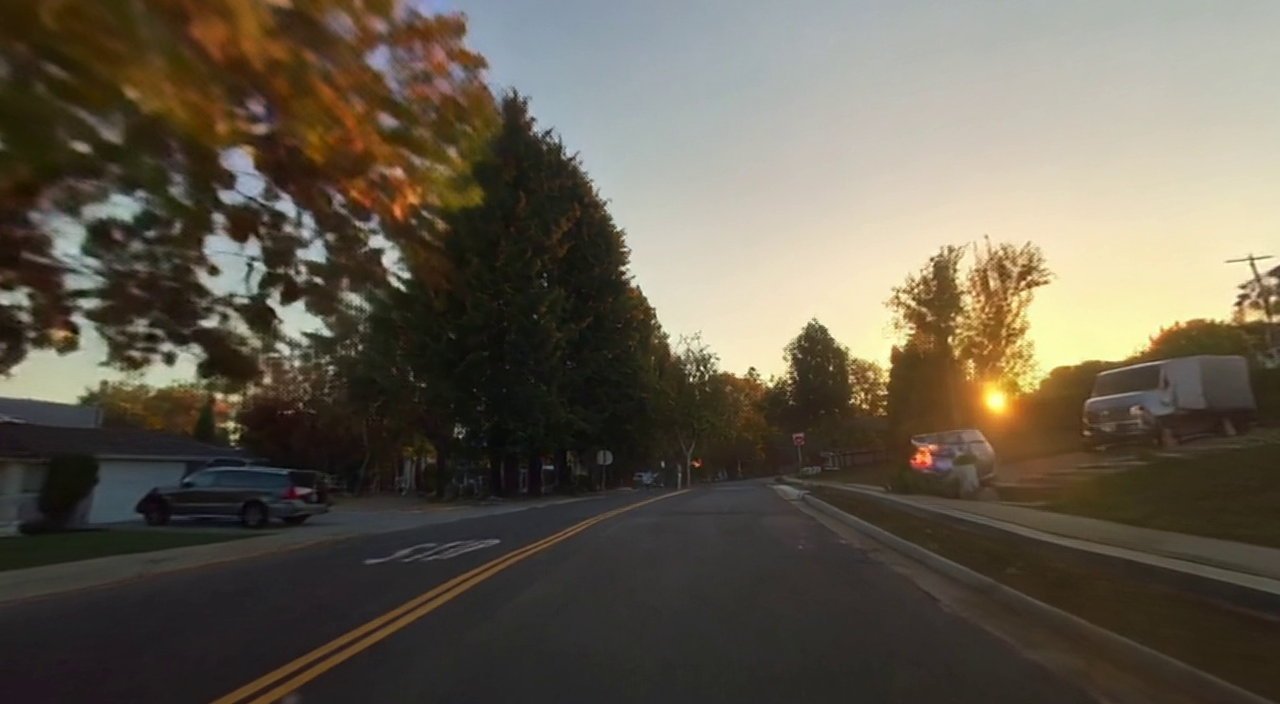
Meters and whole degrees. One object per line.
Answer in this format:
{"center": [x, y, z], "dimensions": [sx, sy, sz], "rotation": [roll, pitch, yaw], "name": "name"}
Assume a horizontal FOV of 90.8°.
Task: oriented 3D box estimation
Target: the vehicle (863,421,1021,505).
{"center": [7.752, 2.918, 16.881], "dimensions": [2.163, 1.885, 4.804], "rotation": [-1, -9, 5], "name": "vehicle"}

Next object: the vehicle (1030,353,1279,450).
{"center": [12.876, 1.221, 15.962], "dimensions": [4.539, 2.010, 2.163], "rotation": [-3, -3, -1], "name": "vehicle"}

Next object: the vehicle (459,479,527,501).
{"center": [-10.362, 9.783, 44.814], "dimensions": [4.320, 1.443, 1.867], "rotation": [-1, -9, 3], "name": "vehicle"}

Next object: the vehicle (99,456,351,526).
{"center": [-11.868, 4.111, 18.485], "dimensions": [5.643, 1.759, 2.110], "rotation": [1, -20, -3], "name": "vehicle"}
